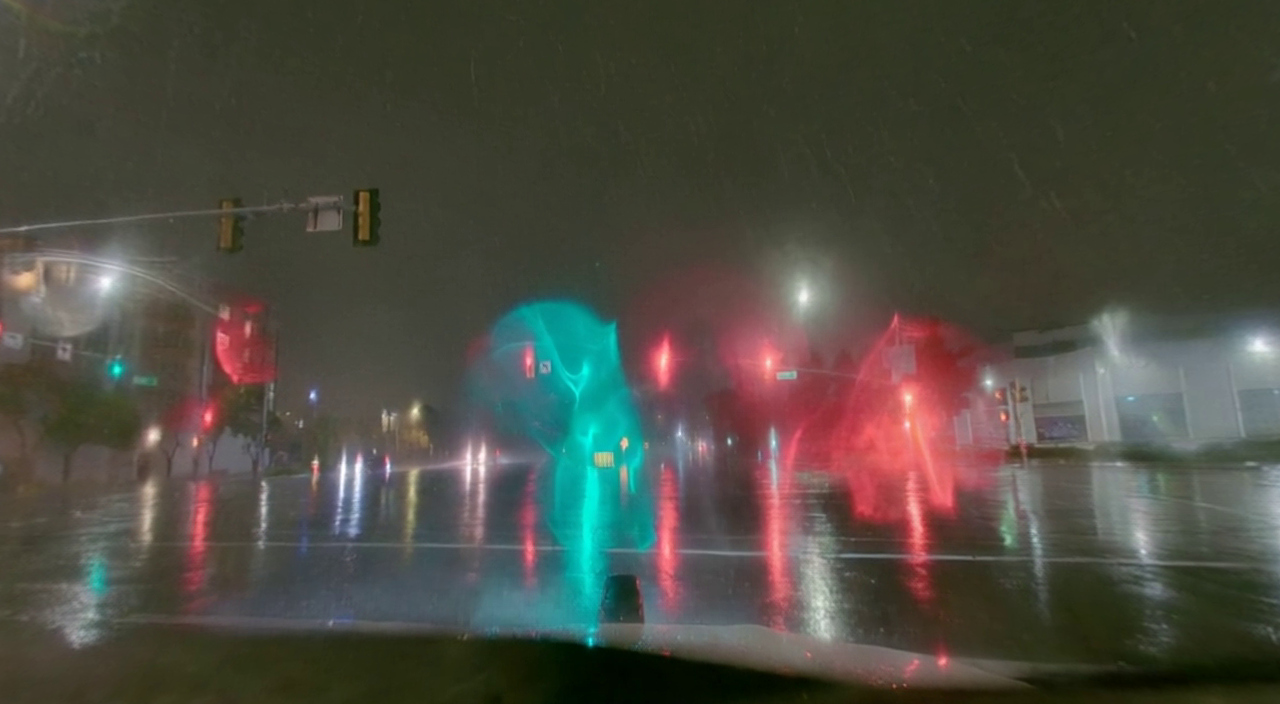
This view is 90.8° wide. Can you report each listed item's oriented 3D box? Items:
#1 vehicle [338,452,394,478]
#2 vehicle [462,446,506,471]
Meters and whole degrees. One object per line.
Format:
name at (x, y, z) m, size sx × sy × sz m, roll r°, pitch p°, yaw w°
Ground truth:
vehicle at (-18.832, 7.782, 43.627) m, size 1.933 × 1.664 × 4.255 m, roll 0°, pitch -9°, yaw 1°
vehicle at (-12.161, 8.304, 49.565) m, size 2.151 × 1.847 × 4.634 m, roll 0°, pitch -9°, yaw 0°
